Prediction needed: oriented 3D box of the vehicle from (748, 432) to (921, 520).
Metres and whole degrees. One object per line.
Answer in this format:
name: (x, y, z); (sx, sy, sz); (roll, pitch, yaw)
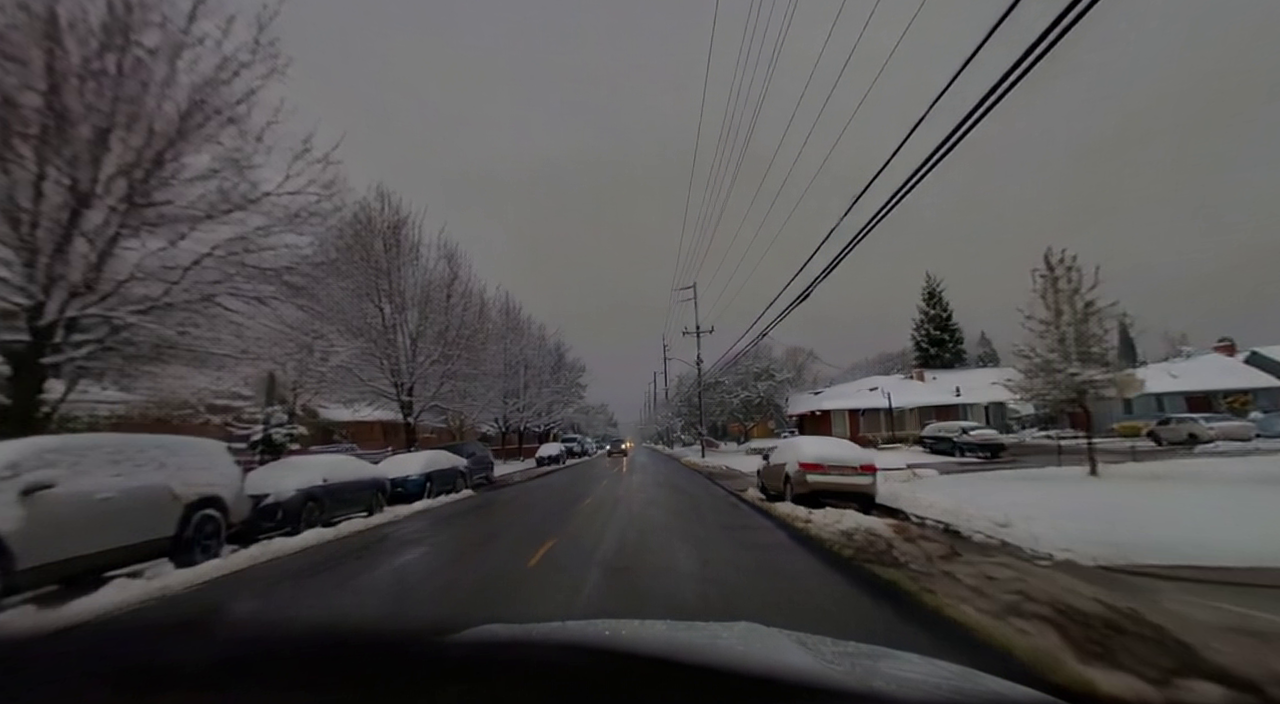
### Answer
vehicle: (3.788, 2.504, 13.415); (2.108, 1.493, 4.878); (0, -8, 0)

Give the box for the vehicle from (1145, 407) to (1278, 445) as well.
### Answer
vehicle: (24.242, 3.241, 27.080); (1.796, 1.471, 4.679); (-1, -8, 8)

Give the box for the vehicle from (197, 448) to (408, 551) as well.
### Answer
vehicle: (-6.113, 2.650, 12.150); (1.813, 1.447, 4.437); (-3, -8, -3)

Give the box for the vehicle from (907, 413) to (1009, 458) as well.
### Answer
vehicle: (13.357, 3.591, 26.933); (2.039, 1.712, 4.766); (-2, -8, 3)

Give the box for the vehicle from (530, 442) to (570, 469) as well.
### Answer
vehicle: (-6.110, 7.072, 43.361); (2.055, 1.666, 4.168); (-2, -8, 1)

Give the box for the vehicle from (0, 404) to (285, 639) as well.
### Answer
vehicle: (-6.283, 1.654, 6.710); (2.192, 1.873, 4.985); (-3, -8, 0)
